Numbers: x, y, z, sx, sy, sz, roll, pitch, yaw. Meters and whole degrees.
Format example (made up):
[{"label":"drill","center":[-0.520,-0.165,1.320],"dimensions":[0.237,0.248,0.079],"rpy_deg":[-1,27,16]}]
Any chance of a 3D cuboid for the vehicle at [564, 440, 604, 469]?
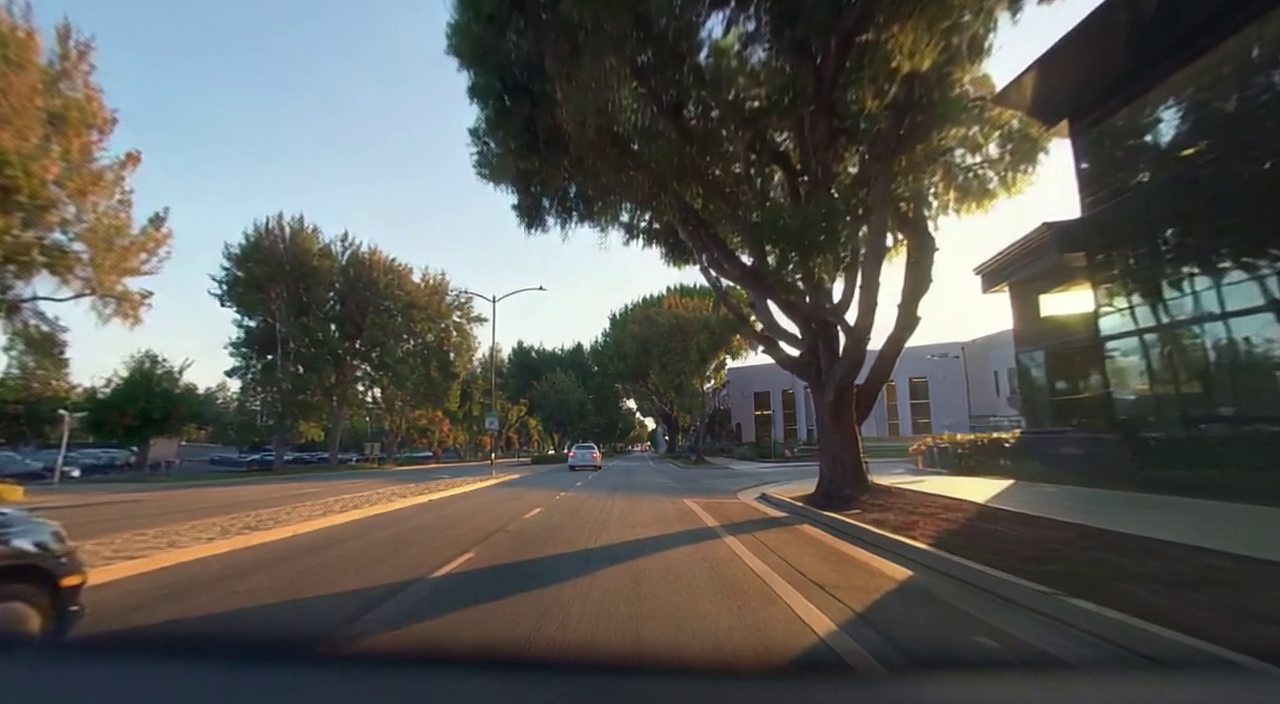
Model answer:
[{"label":"vehicle","center":[-3.612,6.709,41.404],"dimensions":[2.179,1.771,4.267],"rpy_deg":[0,-9,0]}]
